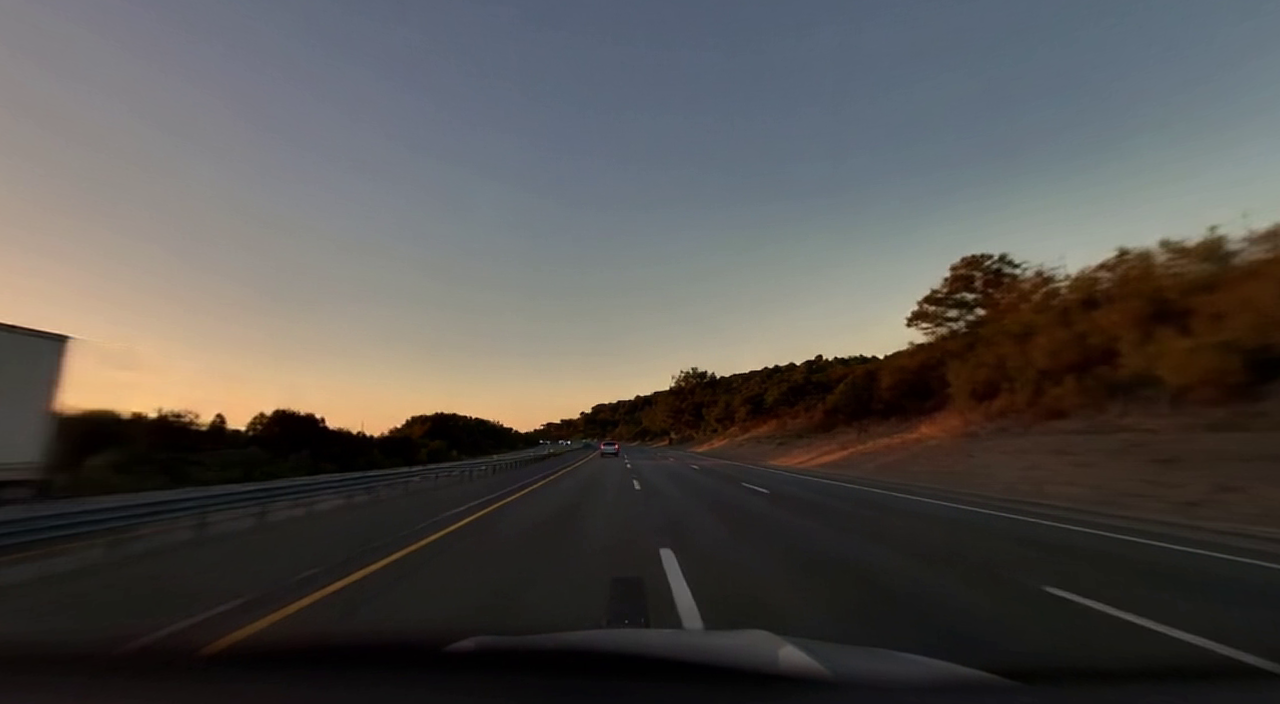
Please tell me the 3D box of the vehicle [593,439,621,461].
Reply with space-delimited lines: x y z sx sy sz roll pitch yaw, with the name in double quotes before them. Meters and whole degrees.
"vehicle" -2.489 7.472 48.052 2.009 1.554 4.013 0 -8 -1
